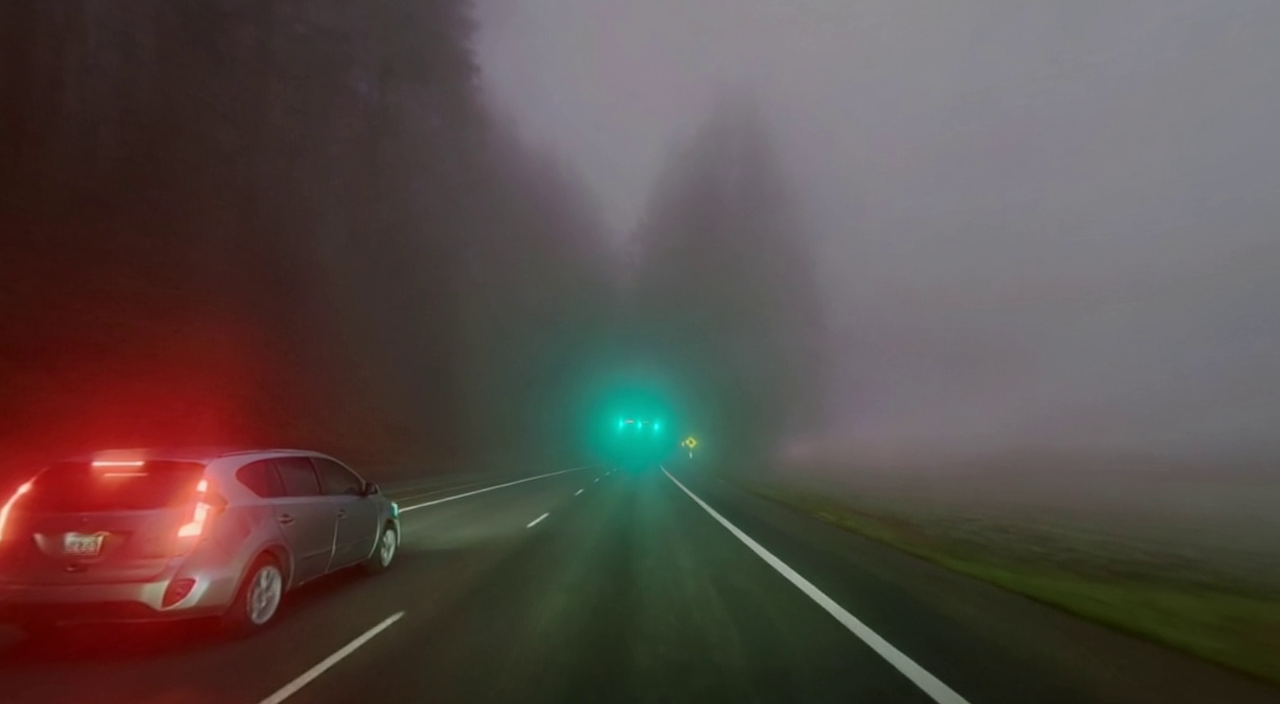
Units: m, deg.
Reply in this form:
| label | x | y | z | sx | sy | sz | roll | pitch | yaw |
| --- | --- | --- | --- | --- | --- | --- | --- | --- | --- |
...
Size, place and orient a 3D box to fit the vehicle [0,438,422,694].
| label | x | y | z | sx | sy | sz | roll | pitch | yaw |
| --- | --- | --- | --- | --- | --- | --- | --- | --- | --- |
| vehicle | -3.716 | 1.544 | 5.754 | 1.946 | 1.437 | 4.154 | 0 | -9 | 0 |
